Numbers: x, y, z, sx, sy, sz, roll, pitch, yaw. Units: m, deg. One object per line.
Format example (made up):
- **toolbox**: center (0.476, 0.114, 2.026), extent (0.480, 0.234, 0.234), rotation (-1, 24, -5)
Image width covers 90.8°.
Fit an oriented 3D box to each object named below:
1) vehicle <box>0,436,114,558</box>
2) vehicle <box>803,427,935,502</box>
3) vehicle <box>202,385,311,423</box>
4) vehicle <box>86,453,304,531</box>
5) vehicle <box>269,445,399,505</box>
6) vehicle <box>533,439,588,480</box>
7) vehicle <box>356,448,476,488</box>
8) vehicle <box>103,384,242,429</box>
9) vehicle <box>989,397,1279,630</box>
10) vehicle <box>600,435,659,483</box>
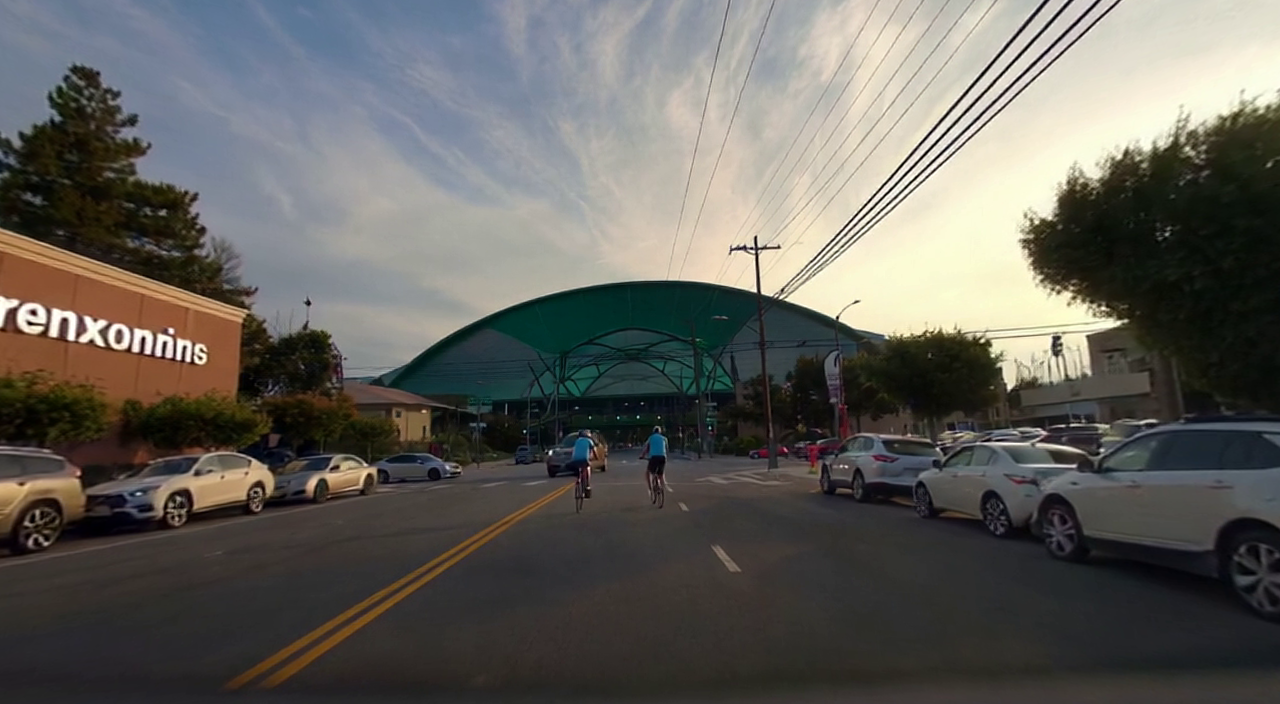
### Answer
- **vehicle**: center (-10.420, 2.110, 9.053), extent (1.937, 1.780, 4.477), rotation (0, -8, -1)
- **vehicle**: center (5.779, 2.875, 16.540), extent (1.873, 1.714, 3.979), rotation (0, -8, -1)
- **vehicle**: center (-17.160, 2.368, 28.398), extent (3.685, 1.584, 1.708), rotation (1, -9, -3)
- **vehicle**: center (-10.316, 3.224, 15.211), extent (1.904, 1.495, 4.585), rotation (0, -8, 0)
- **vehicle**: center (-10.280, 4.113, 21.771), extent (2.075, 1.816, 4.900), rotation (0, -8, -1)
- **vehicle**: center (-4.026, 5.514, 32.798), extent (2.184, 1.954, 4.898), rotation (0, -8, 0)
- **vehicle**: center (-10.788, 5.622, 30.740), extent (4.961, 1.832, 2.287), rotation (0, -8, 0)
- **vehicle**: center (-17.309, 2.048, 23.522), extent (3.750, 1.495, 1.727), rotation (-1, -8, -2)
- **vehicle**: center (5.543, 1.366, 6.001), extent (1.972, 1.623, 4.469), rotation (0, -8, 2)
- **vehicle**: center (-0.404, 4.283, 25.535), extent (2.190, 1.783, 4.048), rotation (0, -8, -1)
